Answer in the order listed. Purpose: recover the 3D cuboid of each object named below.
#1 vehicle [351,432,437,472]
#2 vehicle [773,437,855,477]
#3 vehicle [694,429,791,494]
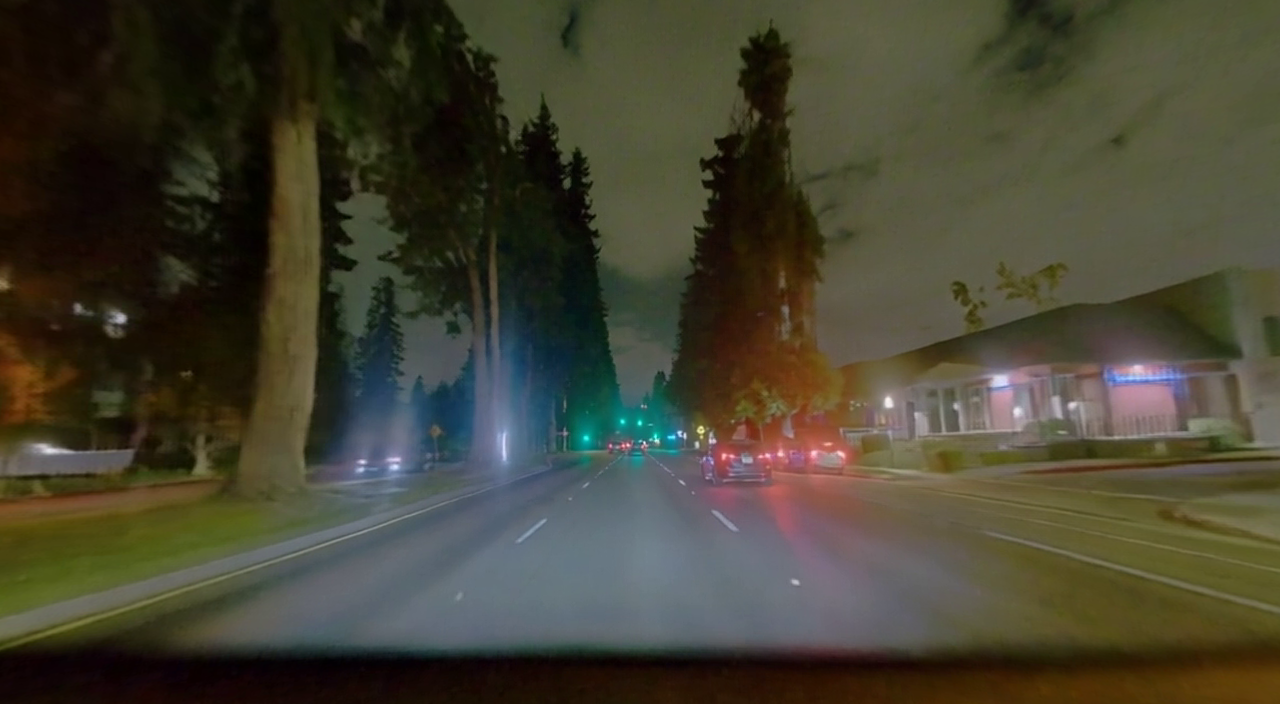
[{"bbox_3d":[-11.551,4.735,29.965,2.207,1.745,4.717,0,-8,0],"label":"vehicle"},{"bbox_3d":[7.479,4.568,27.655,2.068,1.558,5.058,0,-8,-2],"label":"vehicle"},{"bbox_3d":[2.831,3.140,18.325,2.022,1.656,4.025,0,-8,-2],"label":"vehicle"}]
